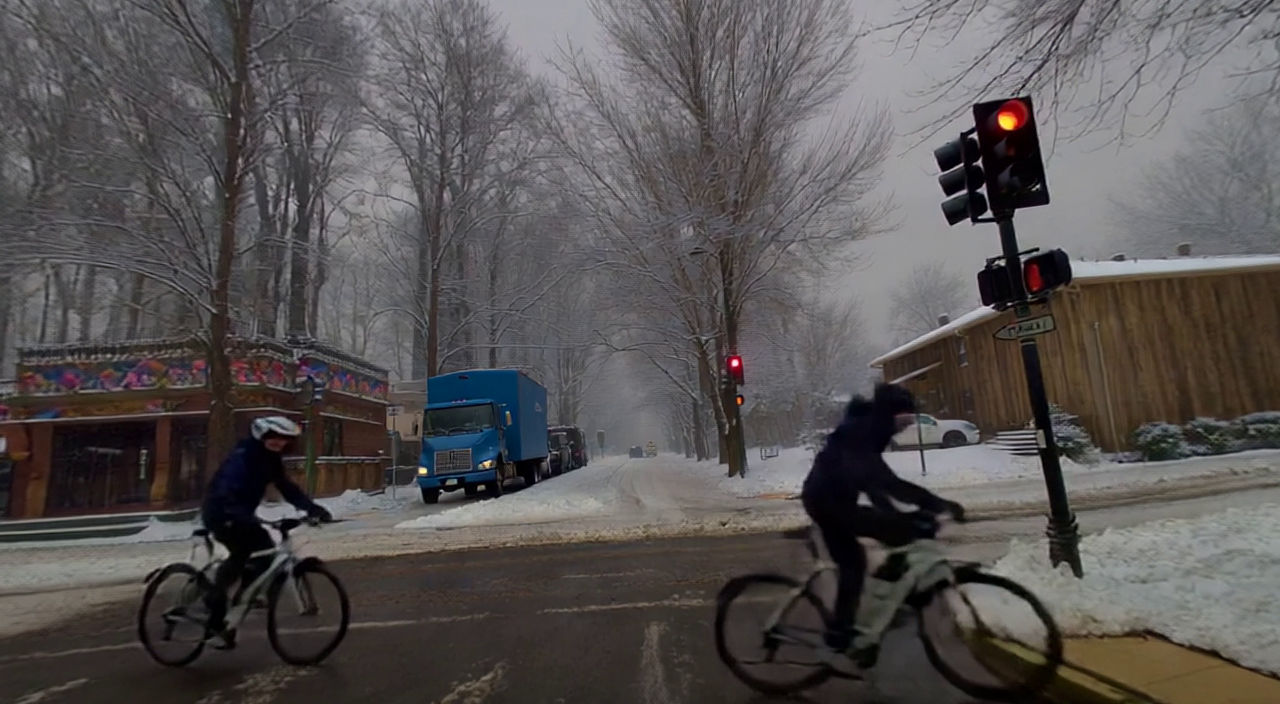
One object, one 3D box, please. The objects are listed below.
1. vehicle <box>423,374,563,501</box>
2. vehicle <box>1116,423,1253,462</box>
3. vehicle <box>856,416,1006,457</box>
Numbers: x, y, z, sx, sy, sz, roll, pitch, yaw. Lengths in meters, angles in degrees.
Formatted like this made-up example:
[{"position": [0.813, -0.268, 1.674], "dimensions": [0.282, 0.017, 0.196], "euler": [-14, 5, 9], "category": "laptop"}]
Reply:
[{"position": [-5.799, 3.720, 27.160], "dimensions": [3.113, 4.041, 10.284], "euler": [-8, -8, 0], "category": "vehicle"}, {"position": [24.938, 4.159, 29.023], "dimensions": [4.268, 1.695, 2.053], "euler": [0, -8, 3], "category": "vehicle"}, {"position": [10.686, 3.143, 23.427], "dimensions": [4.643, 1.456, 1.820], "euler": [-1, -8, 5], "category": "vehicle"}]
